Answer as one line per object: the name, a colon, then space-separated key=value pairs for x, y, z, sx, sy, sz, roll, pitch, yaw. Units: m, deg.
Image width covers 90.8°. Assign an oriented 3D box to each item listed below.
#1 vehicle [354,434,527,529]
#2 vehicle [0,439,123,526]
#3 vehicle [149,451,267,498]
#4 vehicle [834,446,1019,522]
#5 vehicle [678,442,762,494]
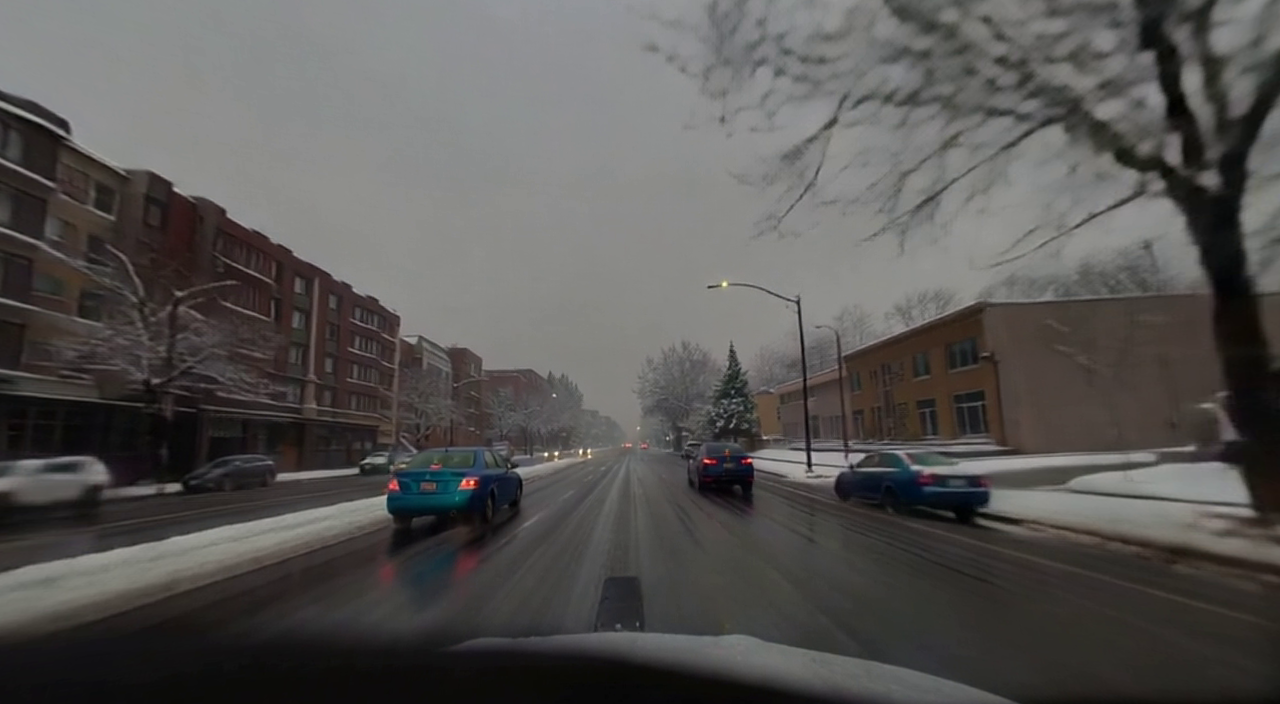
vehicle: x=-3.616 y=2.409 z=12.350 sx=2.062 sy=1.527 sz=4.044 roll=0 pitch=-9 yaw=0
vehicle: x=-14.726 y=2.921 z=14.291 sx=2.110 sy=1.838 sz=4.623 roll=0 pitch=-9 yaw=0
vehicle: x=-18.222 y=5.135 z=26.968 sx=1.953 sy=1.748 sz=4.440 roll=-2 pitch=-9 yaw=-1
vehicle: x=6.250 y=2.894 z=14.568 sx=1.881 sy=1.439 sz=4.725 roll=0 pitch=-9 yaw=-3
vehicle: x=2.393 y=3.627 z=20.163 sx=1.978 sy=1.471 sz=4.426 roll=0 pitch=-9 yaw=-2
